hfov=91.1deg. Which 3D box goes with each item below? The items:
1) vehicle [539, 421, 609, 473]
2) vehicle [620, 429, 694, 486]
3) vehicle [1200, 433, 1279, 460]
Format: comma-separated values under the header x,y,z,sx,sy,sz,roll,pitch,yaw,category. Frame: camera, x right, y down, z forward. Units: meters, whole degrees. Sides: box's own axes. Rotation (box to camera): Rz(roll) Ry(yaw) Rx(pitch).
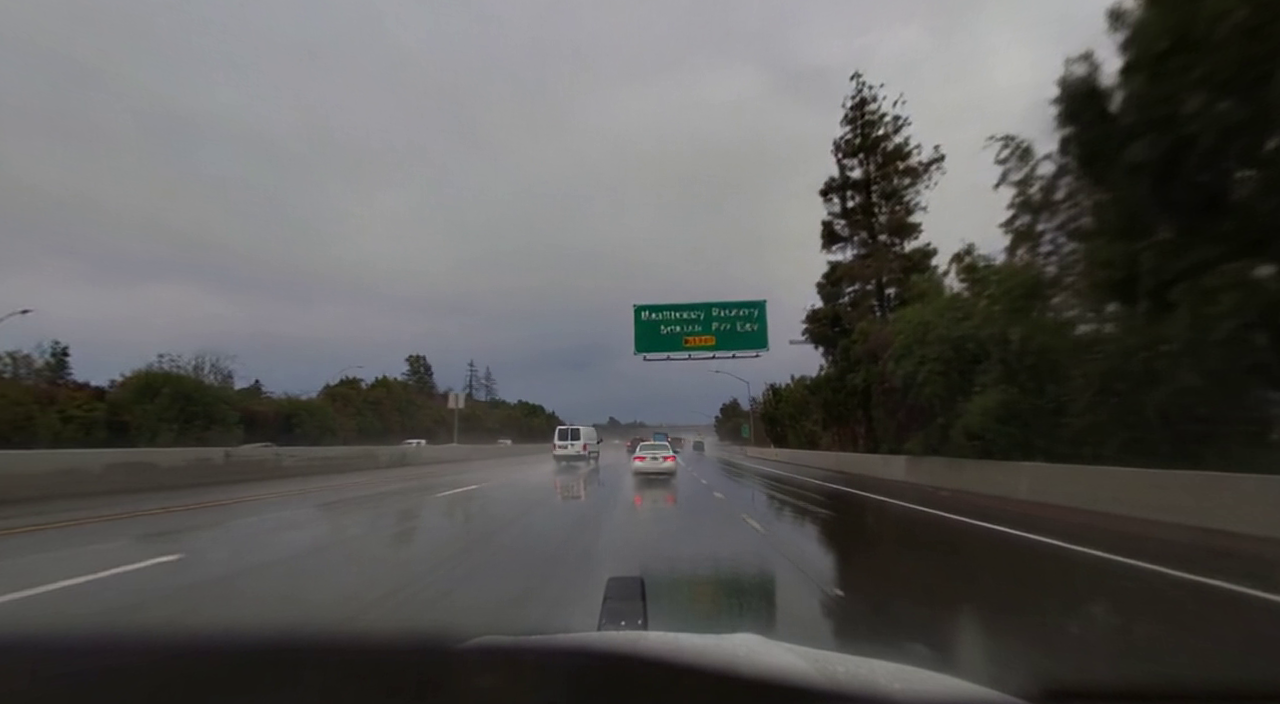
x,y,z,sx,sy,sz,roll,pitch,yaw,category
-2.881,4.328,28.774,2.526,2.146,5.594,0,-8,1,vehicle
0.521,3.423,20.657,2.165,1.653,4.456,0,-8,0,vehicle
38.077,5.891,39.024,1.919,1.563,4.399,2,-8,-12,vehicle
